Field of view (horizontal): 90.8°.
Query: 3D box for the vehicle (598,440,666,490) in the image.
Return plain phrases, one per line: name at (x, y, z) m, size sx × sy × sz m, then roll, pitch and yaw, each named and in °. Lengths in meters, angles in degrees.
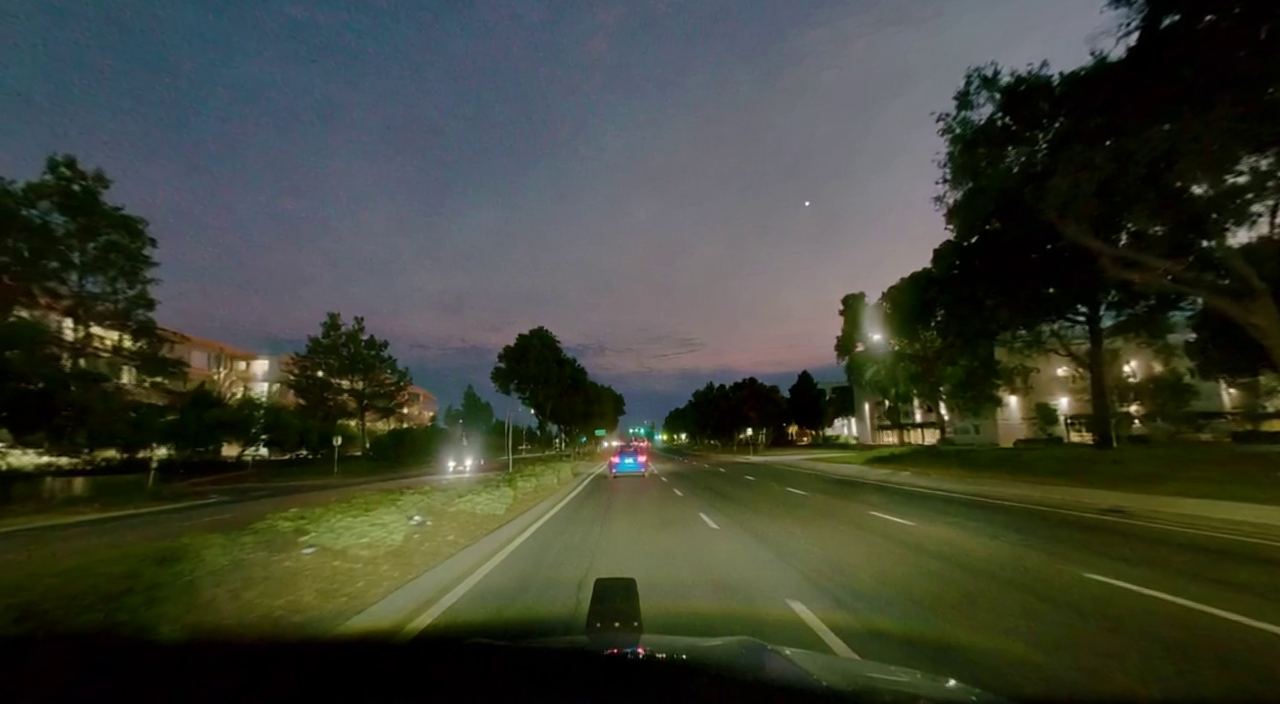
vehicle at (-0.276, 3.732, 21.299) m, size 2.042 × 1.479 × 4.601 m, roll 0°, pitch -8°, yaw -1°
